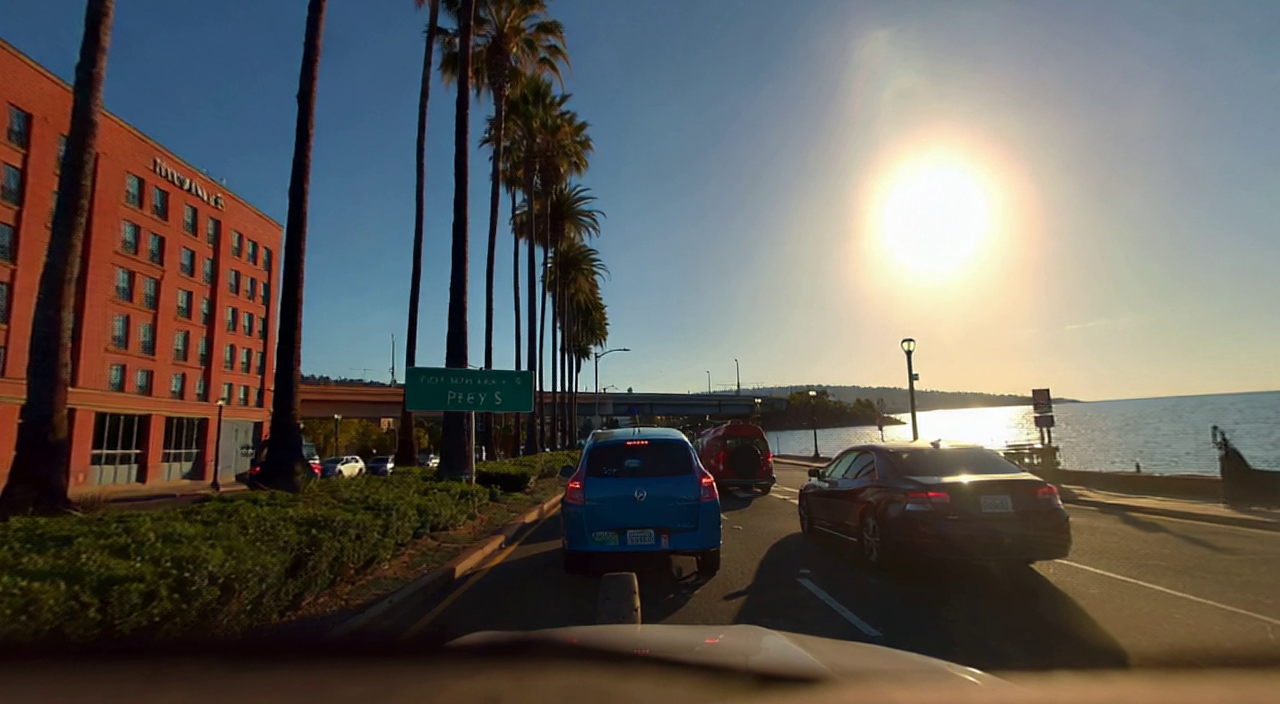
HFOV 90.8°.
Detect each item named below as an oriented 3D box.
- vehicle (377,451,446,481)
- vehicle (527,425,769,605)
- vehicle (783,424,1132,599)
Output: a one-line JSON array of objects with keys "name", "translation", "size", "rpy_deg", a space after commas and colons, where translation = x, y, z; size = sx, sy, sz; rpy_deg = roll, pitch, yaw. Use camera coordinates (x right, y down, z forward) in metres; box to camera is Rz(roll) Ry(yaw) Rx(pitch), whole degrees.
[{"name": "vehicle", "translation": [-14.948, 7.472, 41.681], "size": [2.104, 1.802, 4.852], "rpy_deg": [-2, -9, 9]}, {"name": "vehicle", "translation": [0.063, 1.671, 7.276], "size": [2.048, 1.503, 3.681], "rpy_deg": [0, -9, 0]}, {"name": "vehicle", "translation": [3.262, 1.715, 7.736], "size": [1.920, 1.490, 4.417], "rpy_deg": [0, -9, -1]}]
